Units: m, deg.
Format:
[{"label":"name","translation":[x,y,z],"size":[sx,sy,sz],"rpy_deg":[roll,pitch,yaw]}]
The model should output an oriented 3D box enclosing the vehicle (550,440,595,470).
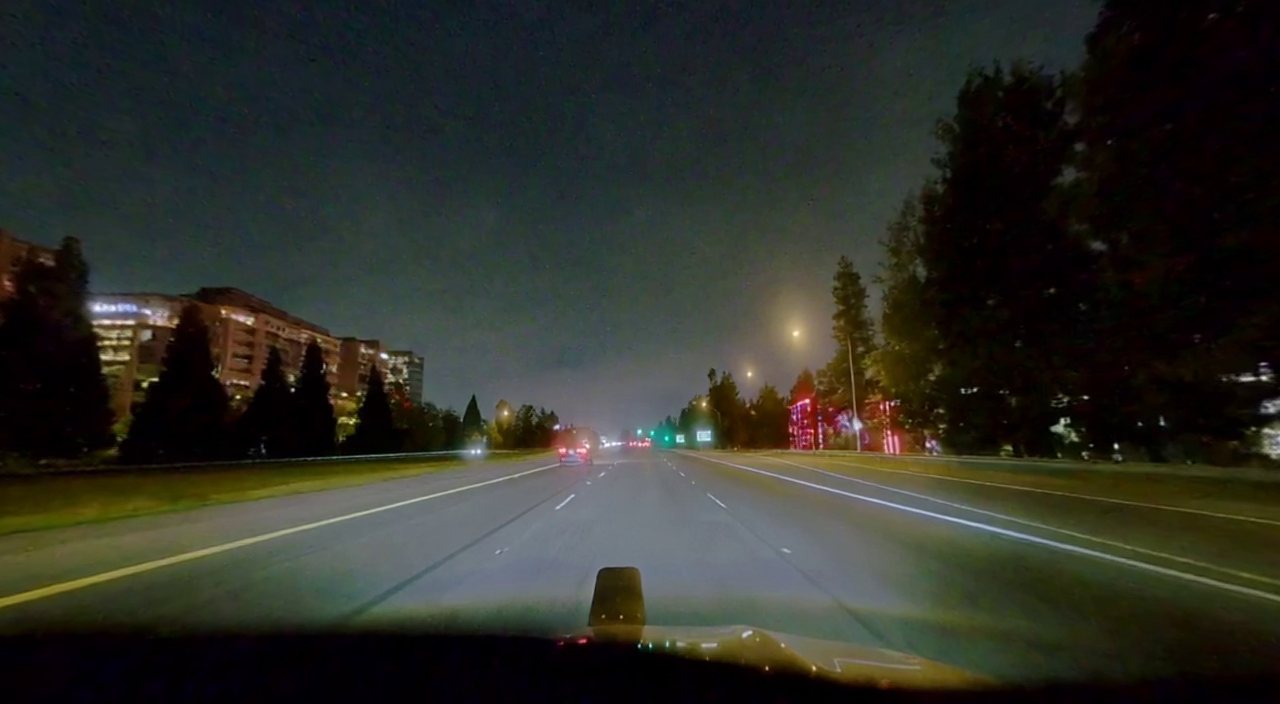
[{"label":"vehicle","translation":[-3.727,5.763,35.358],"size":[2.015,1.557,4.229],"rpy_deg":[0,-9,1]}]
